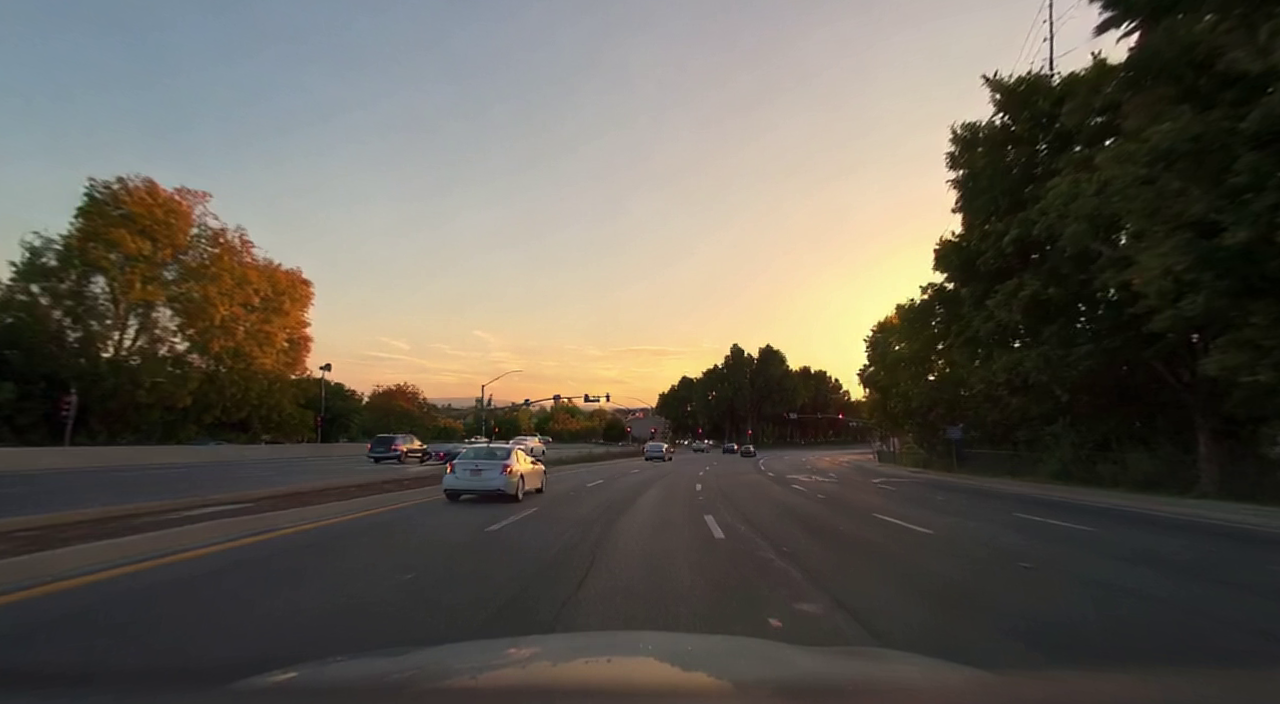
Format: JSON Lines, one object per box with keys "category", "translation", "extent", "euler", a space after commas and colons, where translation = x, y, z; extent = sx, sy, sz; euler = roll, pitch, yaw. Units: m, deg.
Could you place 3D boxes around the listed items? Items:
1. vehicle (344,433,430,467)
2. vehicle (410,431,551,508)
{"category": "vehicle", "translation": [-12.053, 4.687, 30.385], "extent": [1.984, 1.488, 4.258], "euler": [-1, -9, 7]}
{"category": "vehicle", "translation": [-3.405, 2.605, 14.431], "extent": [1.934, 1.463, 4.220], "euler": [-1, -9, 3]}
